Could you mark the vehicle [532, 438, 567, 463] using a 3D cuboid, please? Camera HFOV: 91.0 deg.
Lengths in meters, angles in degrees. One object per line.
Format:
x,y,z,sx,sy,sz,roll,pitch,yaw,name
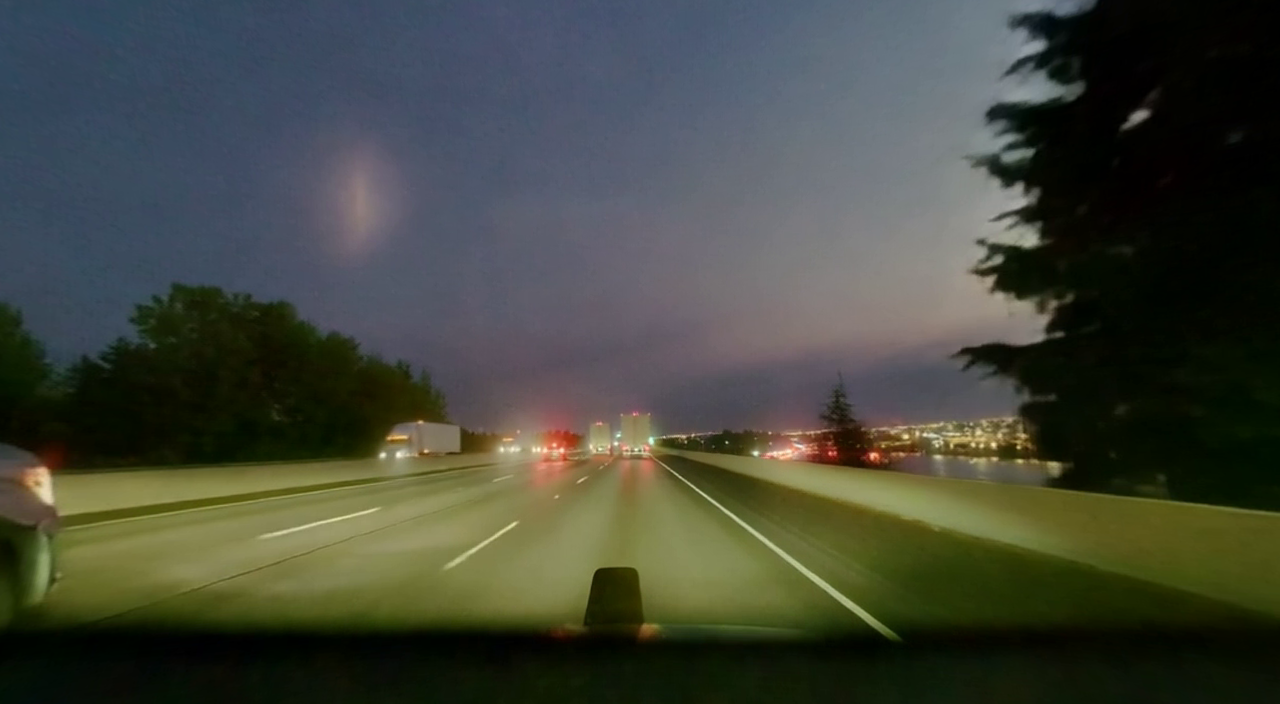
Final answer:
-7.125,7.776,49.891,2.127,1.839,4.984,0,-8,-1,vehicle
